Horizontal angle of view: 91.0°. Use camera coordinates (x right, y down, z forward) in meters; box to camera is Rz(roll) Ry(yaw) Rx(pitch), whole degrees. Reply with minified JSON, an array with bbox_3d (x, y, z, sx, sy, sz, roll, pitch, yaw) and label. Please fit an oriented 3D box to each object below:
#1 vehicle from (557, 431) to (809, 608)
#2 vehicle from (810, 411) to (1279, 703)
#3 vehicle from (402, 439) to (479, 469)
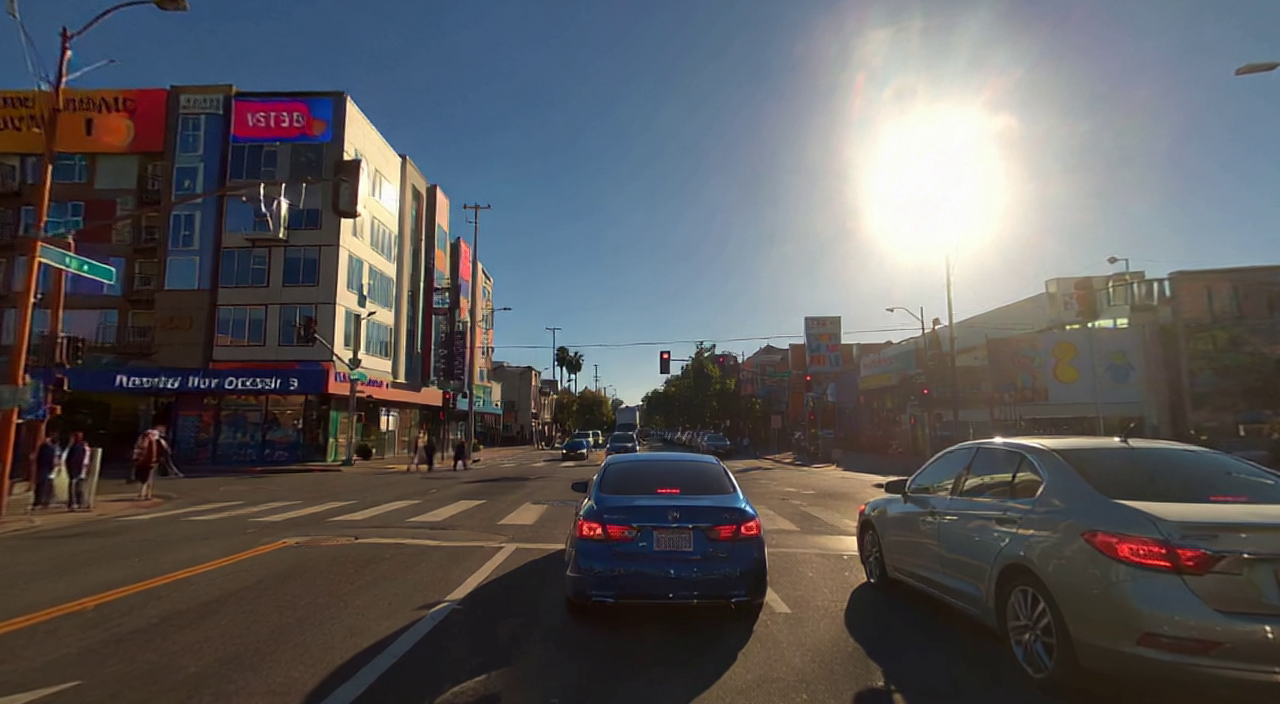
[{"bbox_3d":[0.289,1.714,7.422,2.132,1.464,4.089,0,-8,-2],"label":"vehicle"},{"bbox_3d":[2.815,1.292,4.552,1.961,1.498,4.356,0,-8,0],"label":"vehicle"},{"bbox_3d":[-11.497,5.884,36.544,2.030,1.596,3.912,-5,-10,28],"label":"vehicle"}]
